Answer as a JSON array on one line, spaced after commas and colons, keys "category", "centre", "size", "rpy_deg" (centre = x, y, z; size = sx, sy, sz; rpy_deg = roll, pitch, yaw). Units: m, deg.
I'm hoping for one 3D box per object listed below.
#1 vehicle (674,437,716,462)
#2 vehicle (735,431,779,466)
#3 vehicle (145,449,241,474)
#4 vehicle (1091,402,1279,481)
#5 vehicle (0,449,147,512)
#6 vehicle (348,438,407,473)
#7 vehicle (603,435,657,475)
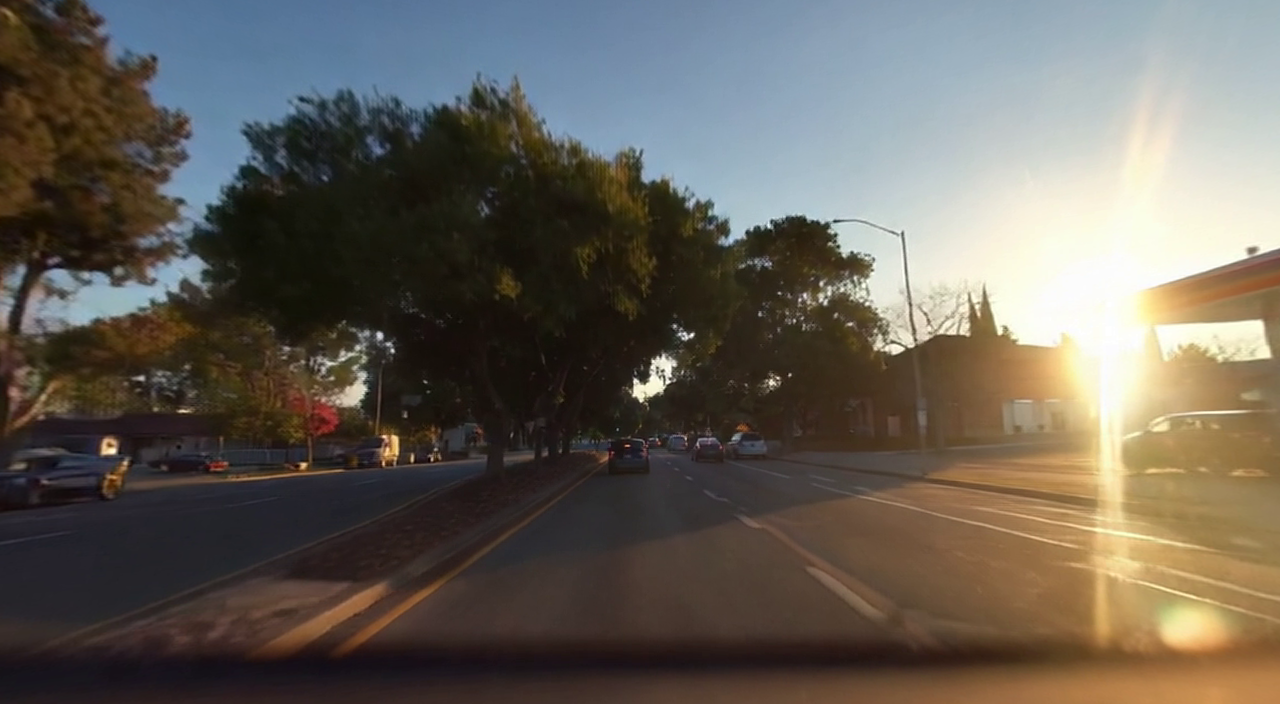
[{"category": "vehicle", "centre": [3.368, 6.072, 39.488], "size": [2.124, 1.476, 4.730], "rpy_deg": [0, -8, -1]}, {"category": "vehicle", "centre": [6.252, 5.218, 34.291], "size": [2.117, 1.757, 4.969], "rpy_deg": [-1, -9, 8]}, {"category": "vehicle", "centre": [-27.478, 6.721, 38.920], "size": [4.413, 1.451, 1.882], "rpy_deg": [0, -9, 0]}, {"category": "vehicle", "centre": [15.382, 2.468, 17.365], "size": [2.368, 1.868, 4.724], "rpy_deg": [0, -8, -1]}, {"category": "vehicle", "centre": [-18.748, 4.024, 20.343], "size": [2.004, 1.758, 4.594], "rpy_deg": [0, -8, 0]}, {"category": "vehicle", "centre": [-18.925, 7.399, 45.816], "size": [2.222, 2.141, 5.390], "rpy_deg": [-1, -6, -2]}, {"category": "vehicle", "centre": [-0.365, 4.195, 25.905], "size": [2.052, 1.488, 3.779], "rpy_deg": [0, -8, 0]}]
